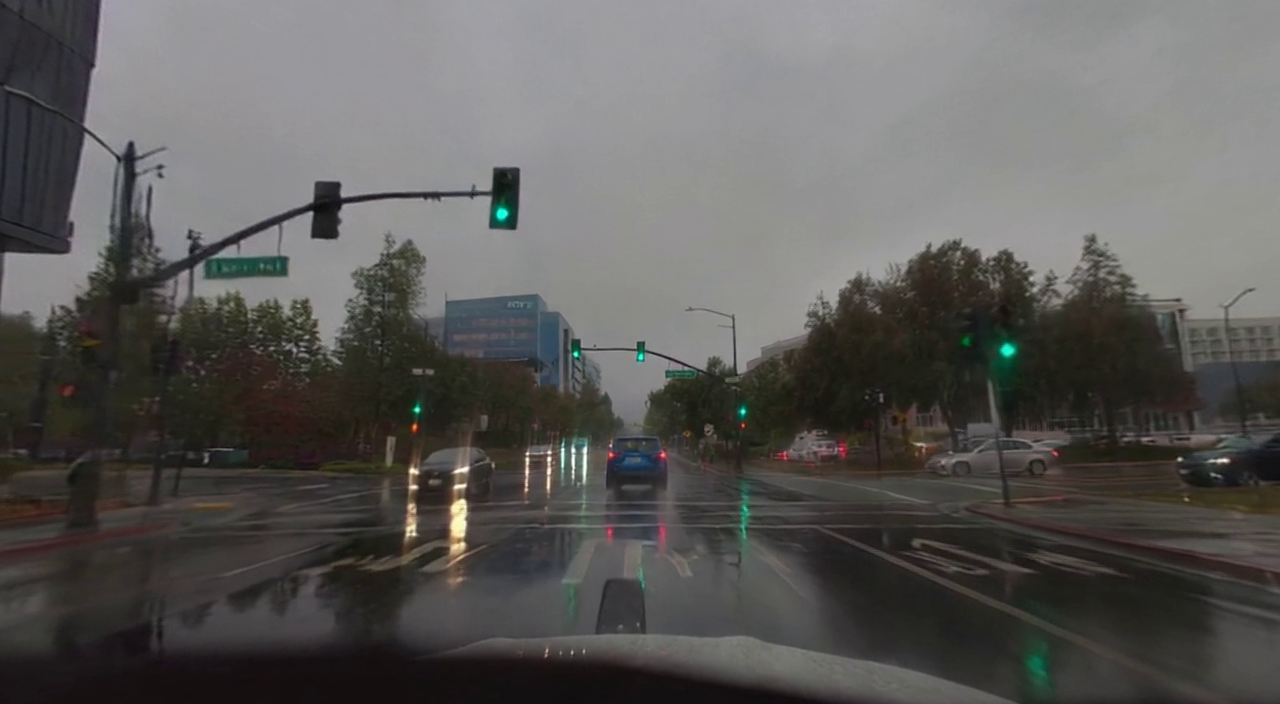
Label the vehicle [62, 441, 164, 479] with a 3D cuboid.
[{"bbox_3d":[-26.133,5.312,31.328,4.393,1.730,2.151,-5,-9,26],"label":"vehicle"}]

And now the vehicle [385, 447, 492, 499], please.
[{"bbox_3d":[-6.295,3.806,20.364,1.934,1.476,4.457,0,-8,1],"label":"vehicle"}]

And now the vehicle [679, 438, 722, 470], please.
[{"bbox_3d":[3.780,6.500,40.480,2.113,1.869,5.322,0,-8,-2],"label":"vehicle"}]

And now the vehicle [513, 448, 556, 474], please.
[{"bbox_3d":[-6.353,6.570,38.384,1.874,1.480,4.148,0,-8,1],"label":"vehicle"}]

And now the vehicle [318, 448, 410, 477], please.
[{"bbox_3d":[-16.002,6.366,36.709,4.588,1.582,1.980,5,-11,-33],"label":"vehicle"}]

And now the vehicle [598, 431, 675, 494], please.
[{"bbox_3d":[-0.142,3.454,20.120,2.183,1.765,4.059,0,-8,-1],"label":"vehicle"}]
